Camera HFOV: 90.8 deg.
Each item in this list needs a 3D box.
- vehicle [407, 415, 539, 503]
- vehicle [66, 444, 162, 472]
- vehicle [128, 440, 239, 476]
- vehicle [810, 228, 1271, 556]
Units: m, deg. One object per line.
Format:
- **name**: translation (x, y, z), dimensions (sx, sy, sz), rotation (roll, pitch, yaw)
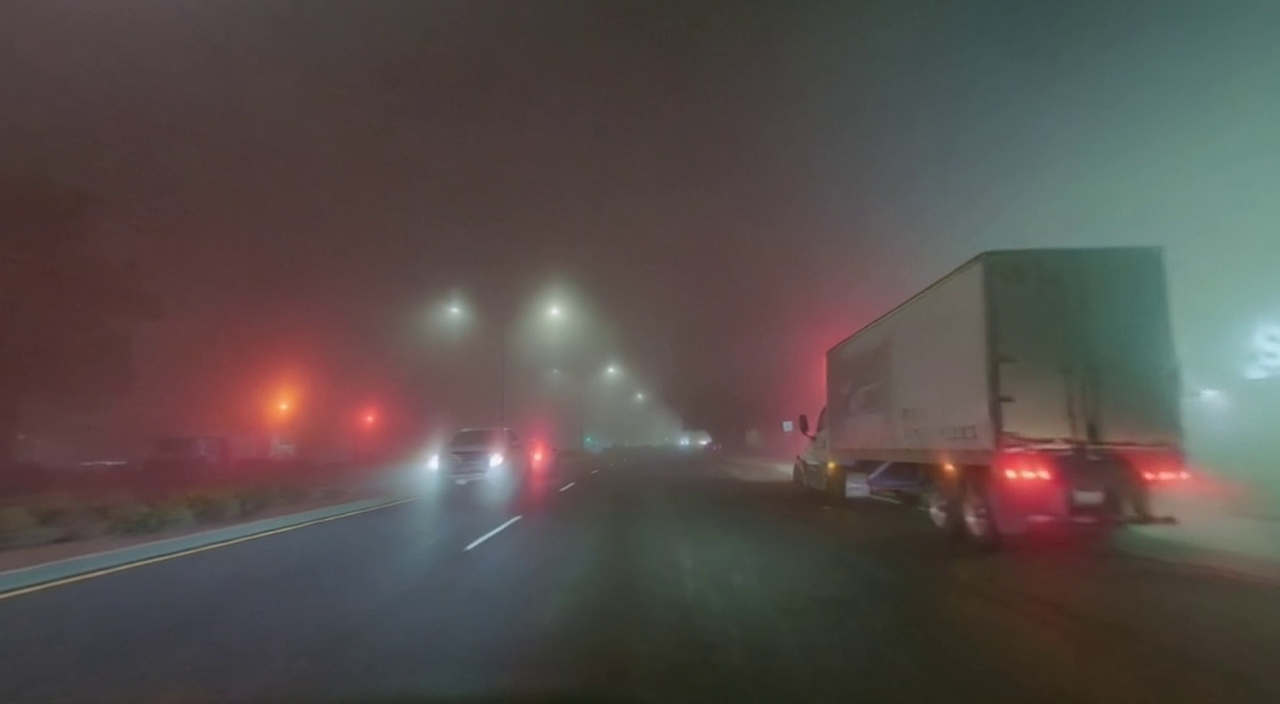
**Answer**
- **vehicle**: translation (-4.439, 2.979, 18.002), dimensions (2.270, 2.068, 5.865), rotation (0, -9, -1)
- **vehicle**: translation (-36.723, 7.420, 44.244), dimensions (2.063, 1.795, 4.576), rotation (-8, -12, 29)
- **vehicle**: translation (-28.822, 6.747, 40.038), dimensions (5.368, 2.121, 1.960), rotation (8, -14, -36)
- **vehicle**: translation (6.090, 1.079, 12.267), dimensions (2.981, 4.106, 8.794), rotation (0, -9, 0)
